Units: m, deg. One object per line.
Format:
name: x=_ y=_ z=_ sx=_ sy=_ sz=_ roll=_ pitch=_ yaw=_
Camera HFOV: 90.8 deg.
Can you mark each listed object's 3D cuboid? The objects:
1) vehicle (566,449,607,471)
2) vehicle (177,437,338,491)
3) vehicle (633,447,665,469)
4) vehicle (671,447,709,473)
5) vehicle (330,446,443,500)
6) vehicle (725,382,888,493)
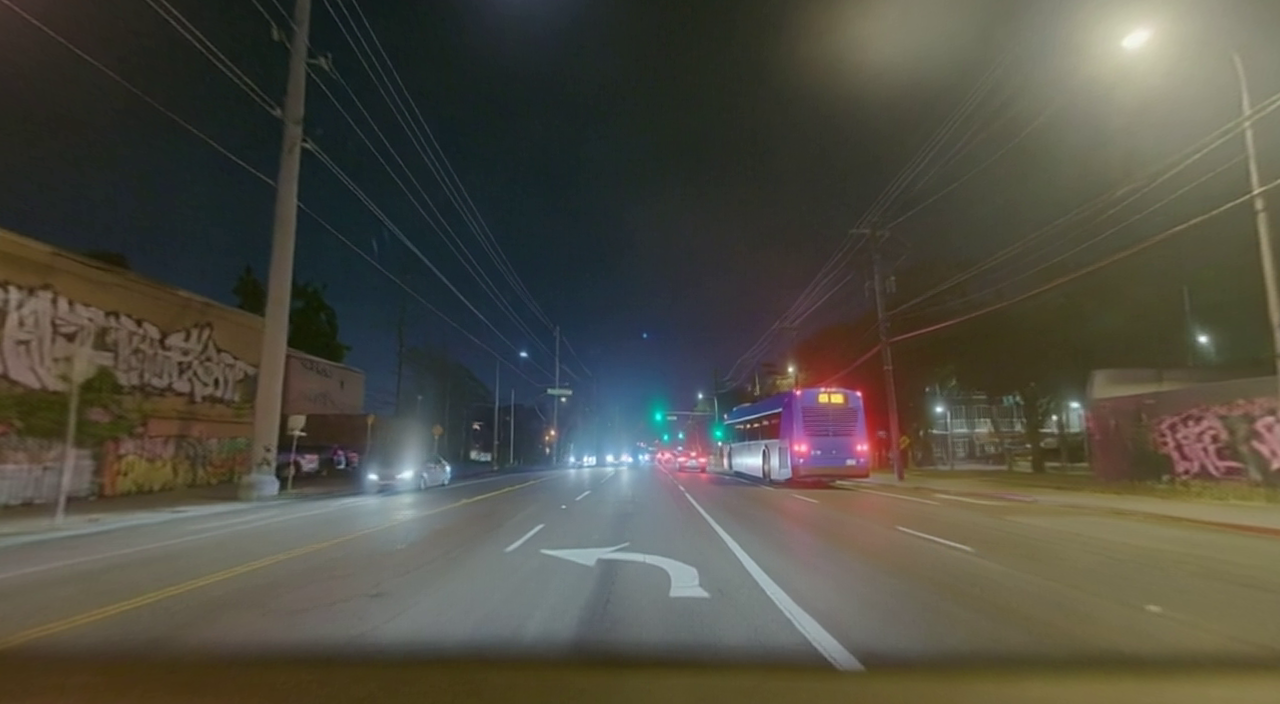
vehicle: x=-3.665 y=7.532 z=44.296 sx=1.915 sy=1.452 sz=4.654 roll=-1 pitch=-8 yaw=8
vehicle: x=-14.393 y=4.233 z=24.096 sx=4.719 sy=1.903 sz=2.051 roll=1 pitch=-8 yaw=-9
vehicle: x=0.583 y=7.521 z=44.902 sx=2.016 sy=1.464 sz=4.089 roll=0 pitch=-8 yaw=-2
vehicle: x=2.976 y=6.533 z=38.605 sx=1.961 sy=1.470 sz=4.196 roll=0 pitch=-8 yaw=0
vehicle: x=-8.592 y=4.097 z=21.927 sx=2.017 sy=1.659 sz=4.405 roll=0 pitch=-8 yaw=1
vehicle: x=6.017 y=3.557 z=25.933 sx=3.045 sy=3.447 sz=12.604 roll=0 pitch=-8 yaw=-1
